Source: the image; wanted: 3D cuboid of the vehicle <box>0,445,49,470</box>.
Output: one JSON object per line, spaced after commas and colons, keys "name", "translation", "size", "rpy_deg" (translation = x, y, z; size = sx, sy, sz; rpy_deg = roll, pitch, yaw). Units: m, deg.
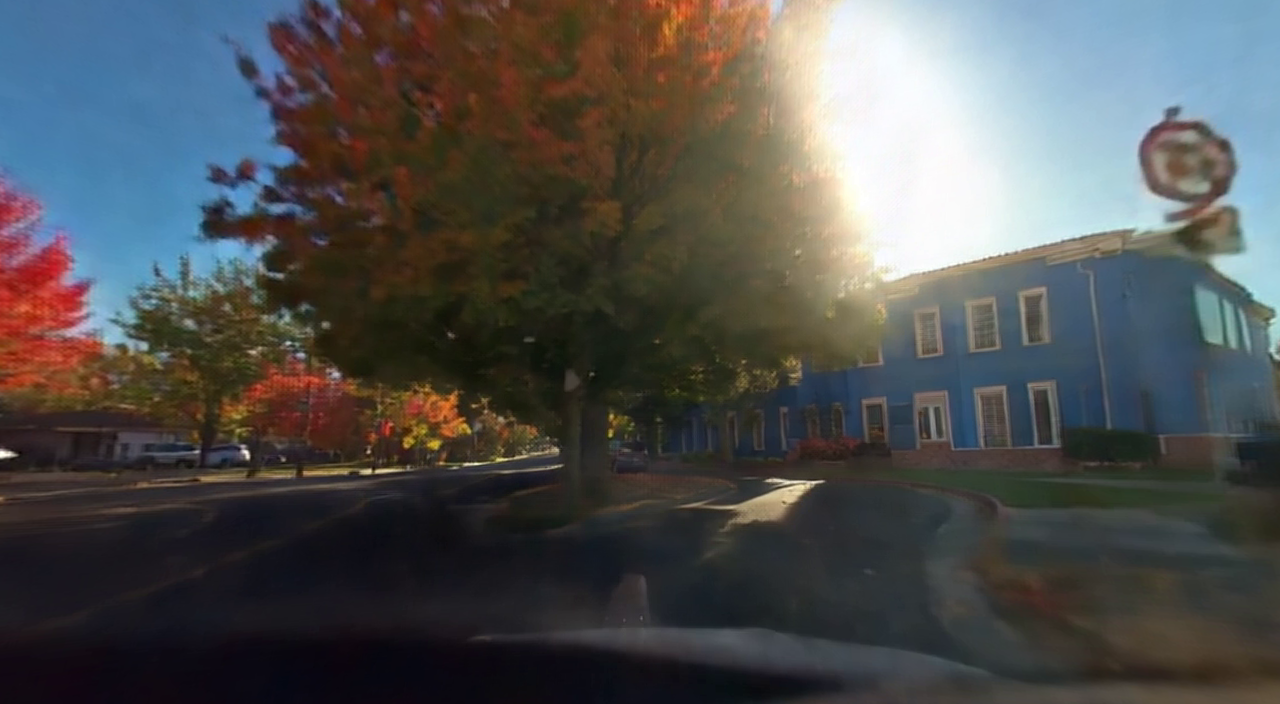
{"name": "vehicle", "translation": [-37.653, 6.272, 37.484], "size": [3.362, 1.404, 1.588], "rpy_deg": [-1, -7, -3]}
